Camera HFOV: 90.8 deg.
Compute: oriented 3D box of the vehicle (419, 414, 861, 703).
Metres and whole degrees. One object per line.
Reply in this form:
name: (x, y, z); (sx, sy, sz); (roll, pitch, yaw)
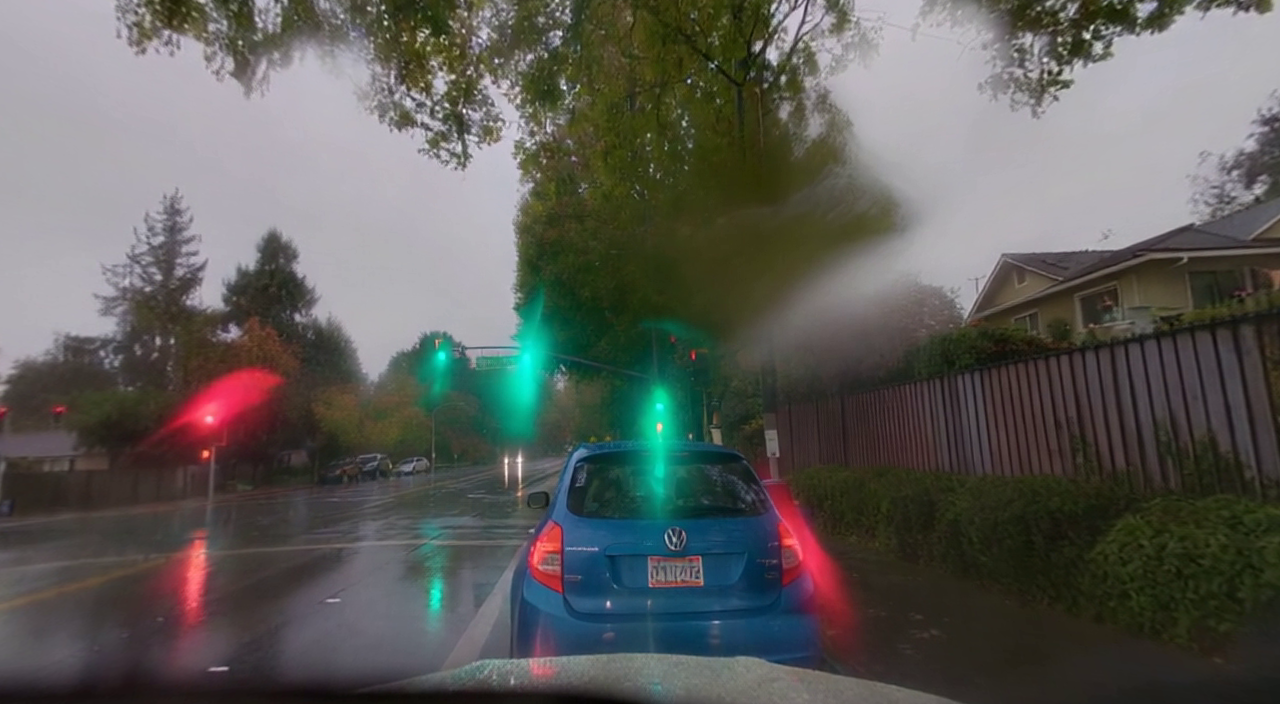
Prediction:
vehicle: (-0.149, 1.320, 4.778); (2.024, 1.502, 3.702); (1, -9, -6)
